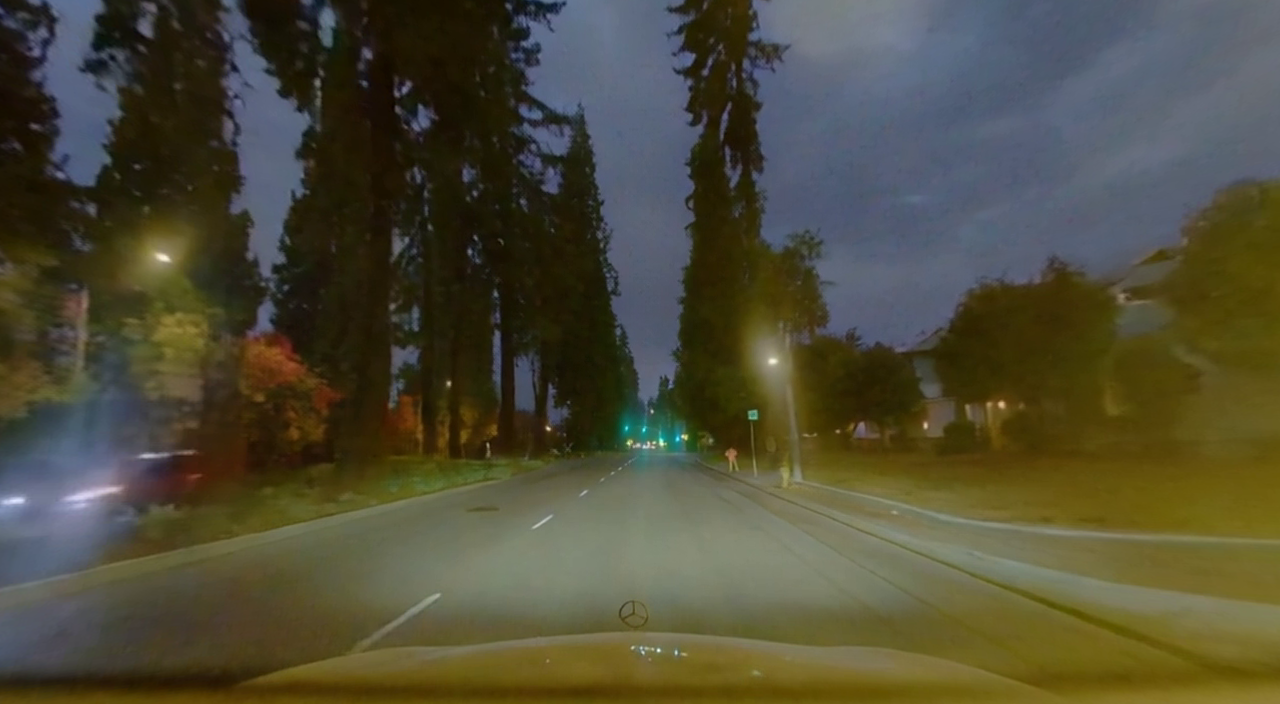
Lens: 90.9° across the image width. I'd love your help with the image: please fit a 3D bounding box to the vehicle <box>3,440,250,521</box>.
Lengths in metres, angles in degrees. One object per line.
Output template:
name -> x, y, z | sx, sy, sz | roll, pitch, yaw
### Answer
vehicle -> -12.005, 2.988, 15.303 | 2.193, 1.628, 4.560 | 0, -8, -1
